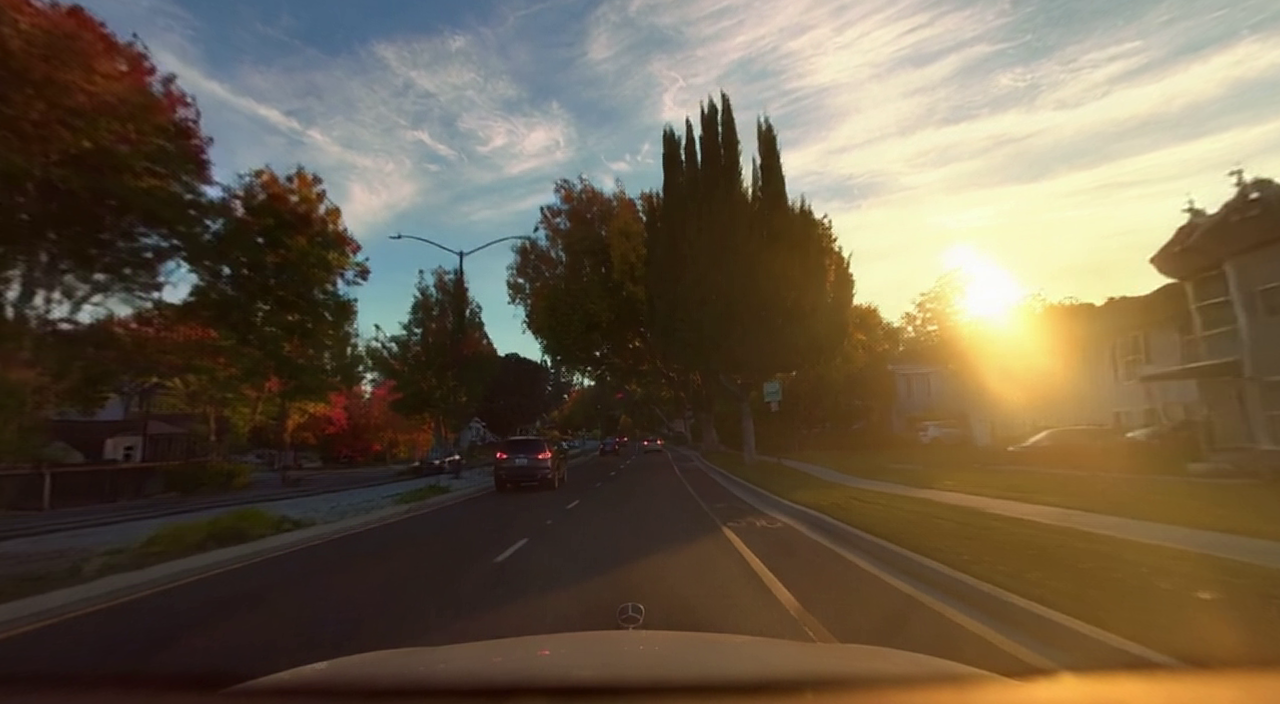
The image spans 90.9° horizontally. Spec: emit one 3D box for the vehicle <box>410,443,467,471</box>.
[{"bbox_3d":[-11.244,5.865,35.411,1.740,1.476,3.850,0,-8,2],"label":"vehicle"}]

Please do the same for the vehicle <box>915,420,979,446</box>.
[{"bbox_3d":[18.663,5.017,38.616,1.939,1.477,5.129,-1,-8,8],"label":"vehicle"}]

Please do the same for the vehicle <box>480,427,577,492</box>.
[{"bbox_3d":[-3.283,3.263,19.515,2.073,1.770,4.302,0,-8,2],"label":"vehicle"}]
